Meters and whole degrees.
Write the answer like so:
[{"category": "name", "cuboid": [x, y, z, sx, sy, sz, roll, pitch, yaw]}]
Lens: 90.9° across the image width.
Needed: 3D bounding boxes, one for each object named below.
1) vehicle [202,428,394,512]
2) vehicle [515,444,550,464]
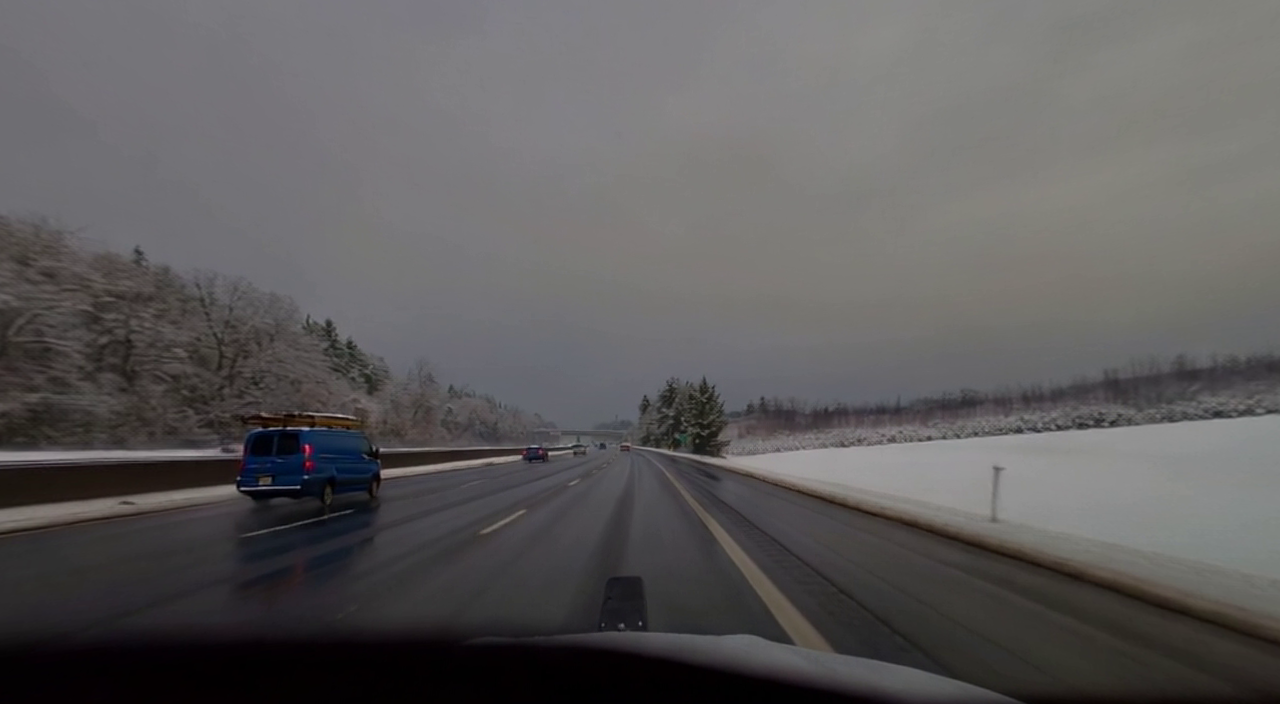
[{"category": "vehicle", "cuboid": [-8.138, 2.843, 15.700, 2.093, 1.752, 4.771, 0, -9, 0]}, {"category": "vehicle", "cuboid": [-8.398, 8.008, 49.727, 1.958, 1.499, 4.437, 0, -9, 0]}]
